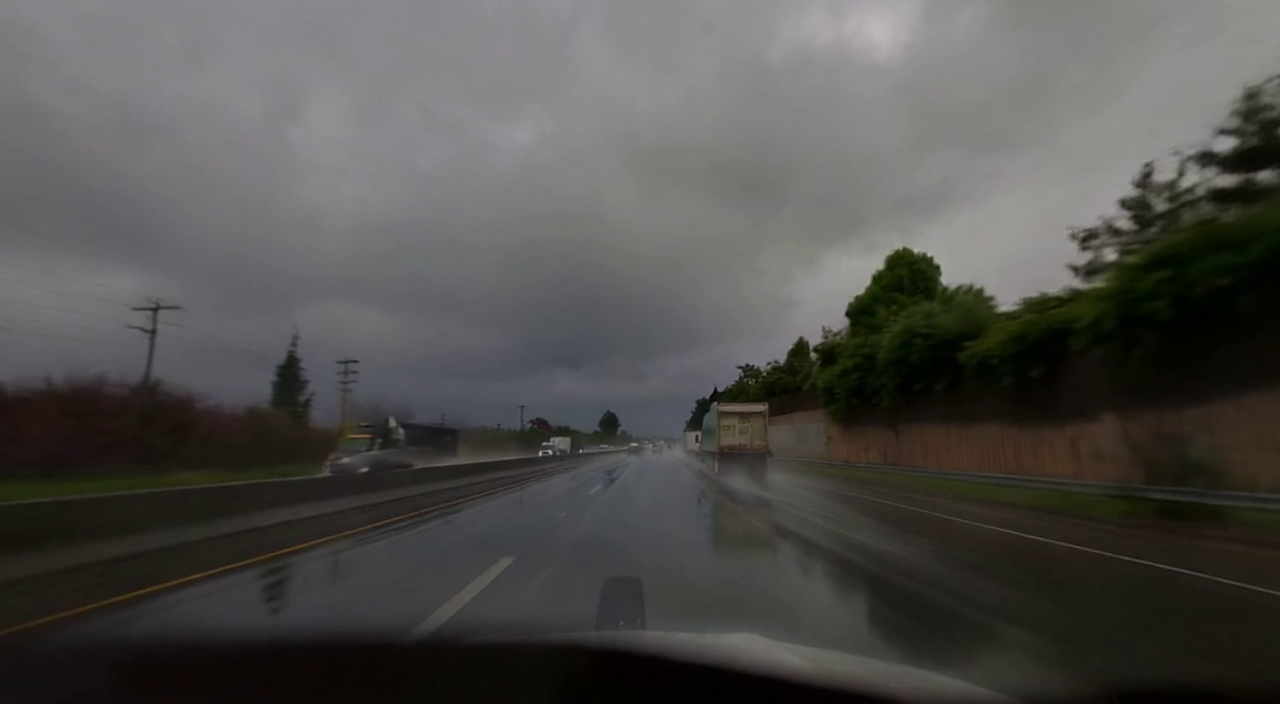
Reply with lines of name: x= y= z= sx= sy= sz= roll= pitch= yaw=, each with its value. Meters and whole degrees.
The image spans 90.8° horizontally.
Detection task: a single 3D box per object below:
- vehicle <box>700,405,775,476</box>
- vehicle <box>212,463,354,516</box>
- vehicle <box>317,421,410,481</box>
vehicle: x=4.994 y=4.815 z=33.924 sx=2.771 sy=3.313 sz=8.121 roll=0 pitch=-9 yaw=1
vehicle: x=-11.096 y=4.276 z=20.045 sx=1.835 sy=1.417 sz=4.391 roll=-1 pitch=-9 yaw=2
vehicle: x=-18.645 y=6.677 z=43.102 sx=3.109 sy=3.752 sz=6.885 roll=0 pitch=-8 yaw=1
